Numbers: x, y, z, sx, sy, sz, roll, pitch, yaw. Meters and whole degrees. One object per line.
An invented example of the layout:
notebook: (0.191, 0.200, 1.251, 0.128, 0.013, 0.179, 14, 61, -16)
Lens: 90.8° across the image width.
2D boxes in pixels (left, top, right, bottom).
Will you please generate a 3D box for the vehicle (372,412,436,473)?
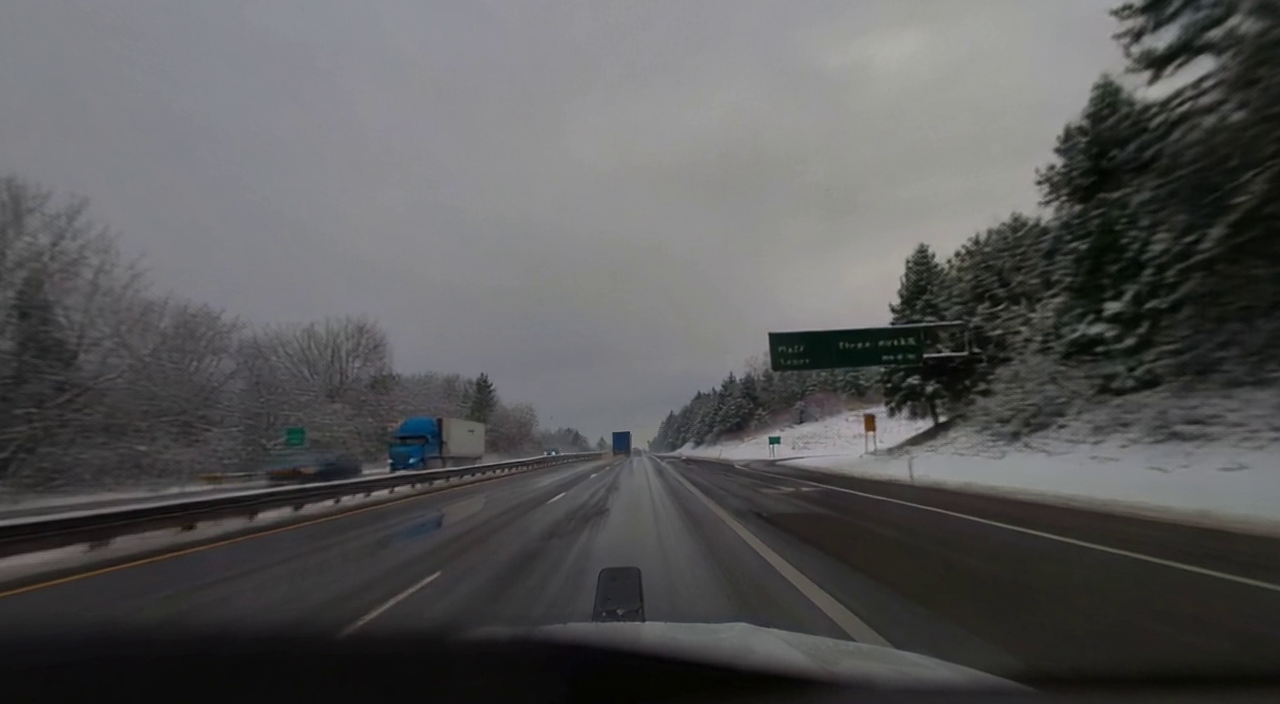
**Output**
vehicle: (-16.223, 6.253, 43.610, 3.104, 3.970, 2.917, -1, -9, 1)

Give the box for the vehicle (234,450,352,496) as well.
vehicle: (-12.086, 4.198, 22.313, 1.870, 1.446, 4.016, 0, -9, 0)
